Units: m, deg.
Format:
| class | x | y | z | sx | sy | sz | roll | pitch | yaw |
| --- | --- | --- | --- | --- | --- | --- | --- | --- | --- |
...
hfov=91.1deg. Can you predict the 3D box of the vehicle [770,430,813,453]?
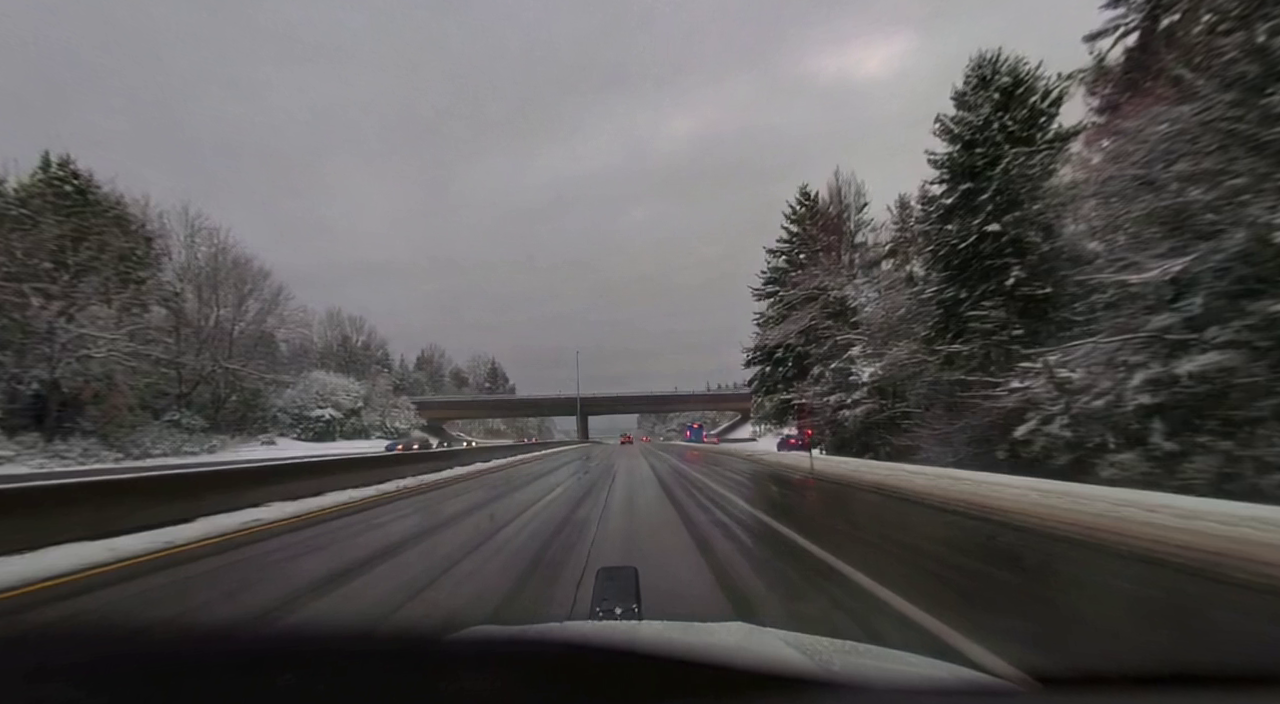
| class | x | y | z | sx | sy | sz | roll | pitch | yaw |
| --- | --- | --- | --- | --- | --- | --- | --- | --- | --- |
| vehicle | 10.221 | 6.029 | 42.584 | 1.880 | 1.460 | 3.770 | 0 | -8 | -2 |
